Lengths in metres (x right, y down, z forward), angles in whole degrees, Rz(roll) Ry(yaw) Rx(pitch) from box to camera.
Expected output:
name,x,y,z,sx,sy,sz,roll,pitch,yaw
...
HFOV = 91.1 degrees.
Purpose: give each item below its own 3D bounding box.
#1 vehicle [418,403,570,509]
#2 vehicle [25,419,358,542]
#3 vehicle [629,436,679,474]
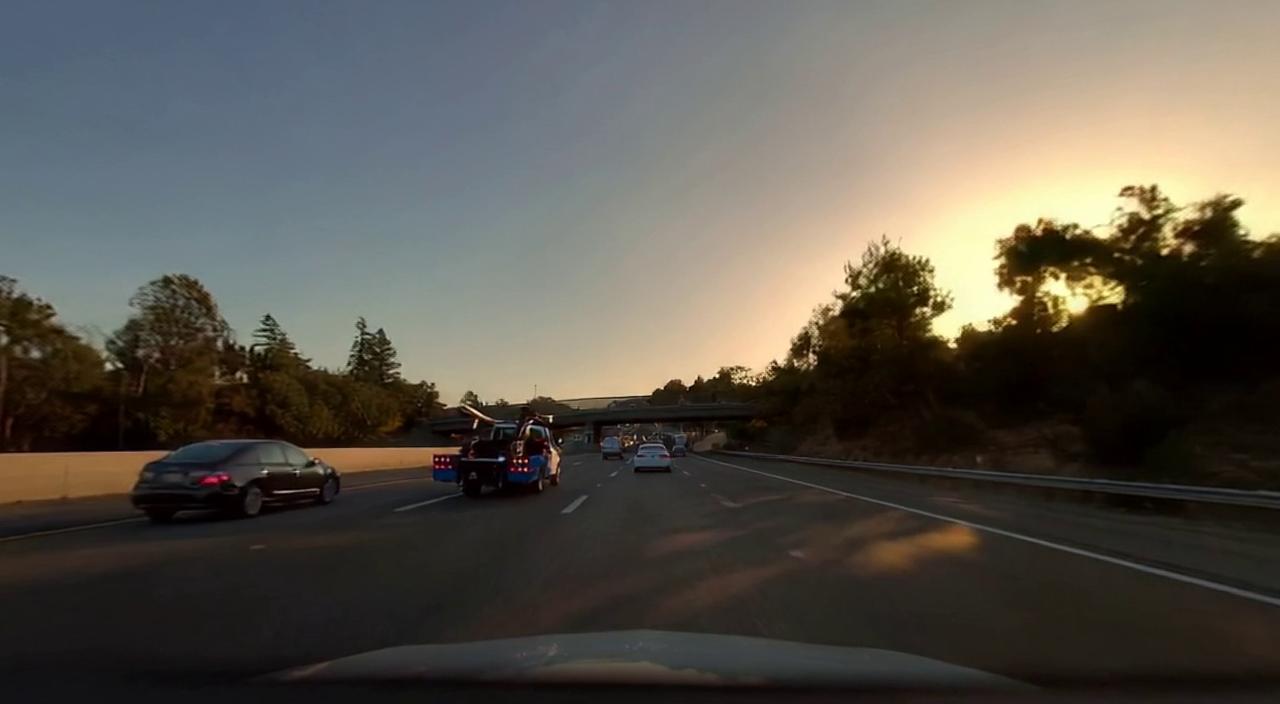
name,x,y,z,sx,sy,sz,roll,pitch,yaw
vehicle,-3.161,2.430,15.082,2.292,2.070,5.532,0,-8,0
vehicle,-6.860,2.000,10.527,1.926,1.561,4.868,0,-8,1
vehicle,0.643,4.873,29.903,2.165,1.653,4.456,0,-8,1
